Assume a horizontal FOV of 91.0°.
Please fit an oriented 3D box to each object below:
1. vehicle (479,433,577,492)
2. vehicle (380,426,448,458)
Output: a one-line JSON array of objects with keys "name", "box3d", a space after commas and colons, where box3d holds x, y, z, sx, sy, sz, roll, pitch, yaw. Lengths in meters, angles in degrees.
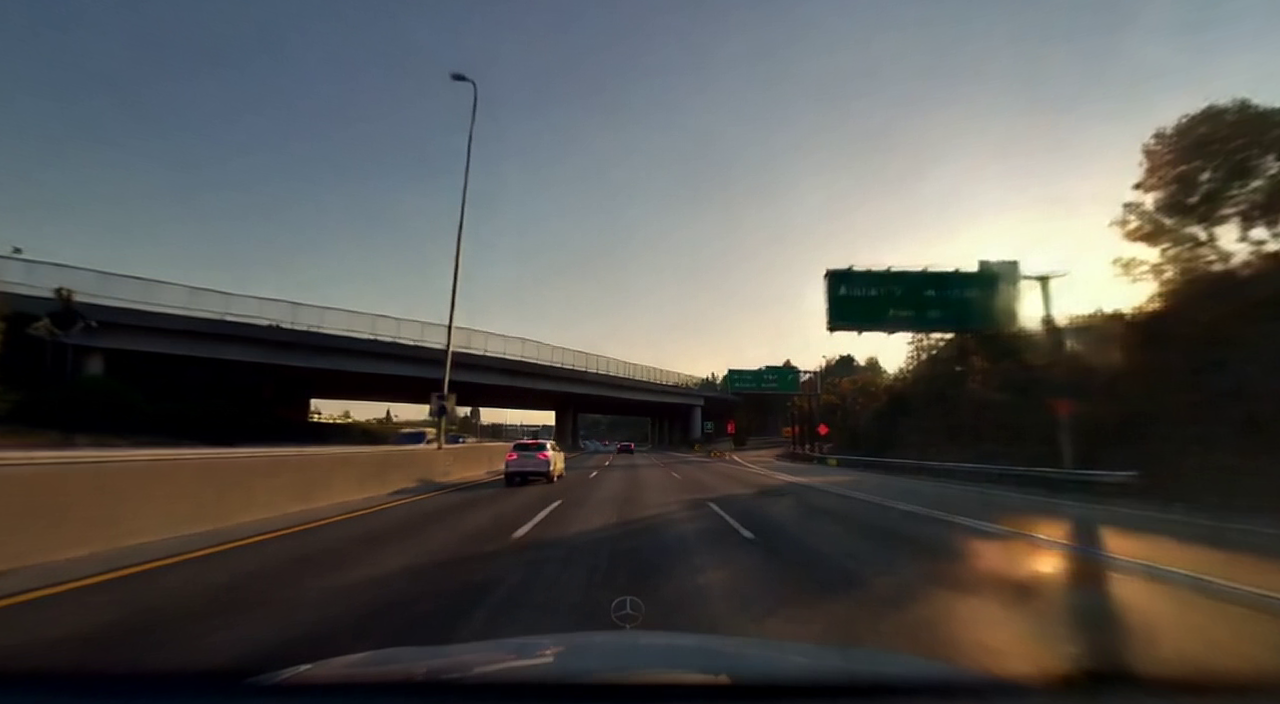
[{"name": "vehicle", "box3d": [-3.380, 3.451, 20.087, 2.160, 1.608, 5.012, 0, -8, 1]}, {"name": "vehicle", "box3d": [-12.670, 5.072, 35.566, 2.026, 1.678, 4.590, 0, -8, 1]}]
